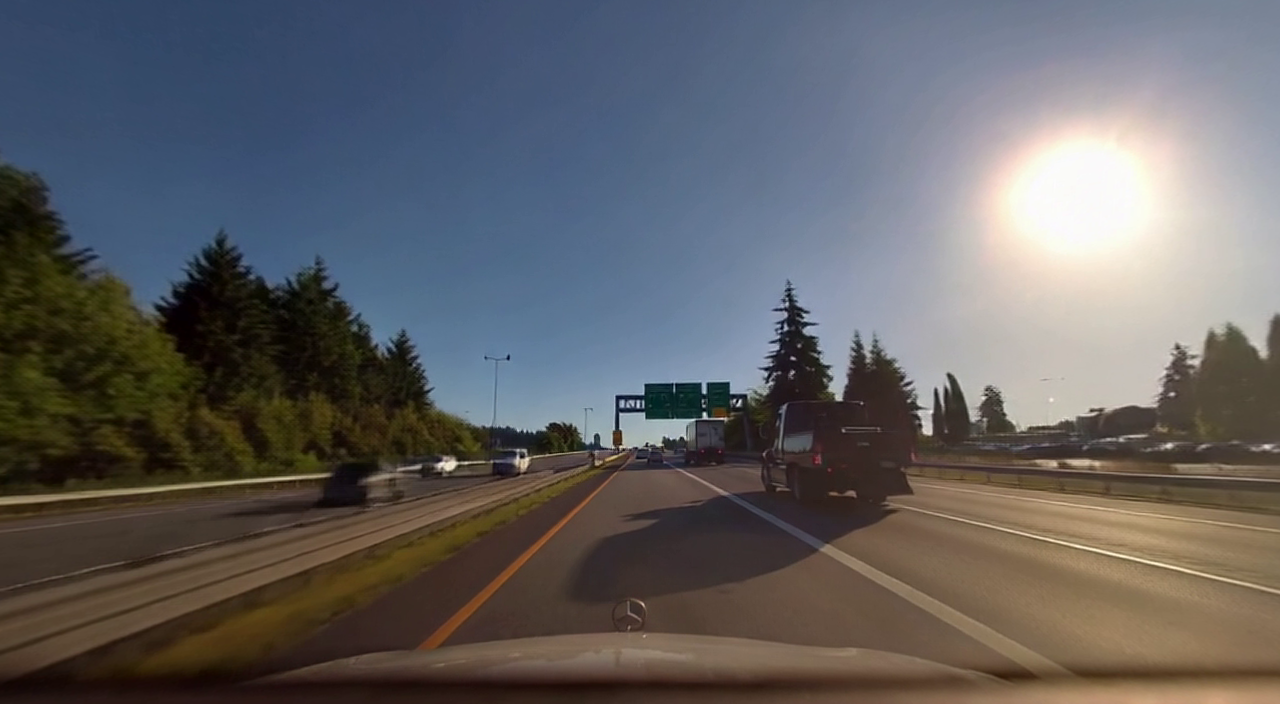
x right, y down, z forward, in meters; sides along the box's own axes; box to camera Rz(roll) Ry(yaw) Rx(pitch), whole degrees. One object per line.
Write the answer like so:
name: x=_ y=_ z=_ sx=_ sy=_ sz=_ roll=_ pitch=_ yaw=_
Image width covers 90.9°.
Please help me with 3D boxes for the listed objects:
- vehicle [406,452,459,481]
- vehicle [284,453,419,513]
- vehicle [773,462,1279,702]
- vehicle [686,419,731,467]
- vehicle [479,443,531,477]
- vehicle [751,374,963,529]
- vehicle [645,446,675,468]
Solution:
vehicle: x=-12.672 y=6.998 z=38.674 sx=1.873 sy=1.559 sz=3.979 roll=-3 pitch=-9 yaw=1
vehicle: x=-8.579 y=3.907 z=19.280 sx=1.943 sy=1.467 sz=4.591 roll=-2 pitch=-9 yaw=1
vehicle: x=4.574 y=2.125 z=8.318 sx=2.472 sy=1.036 sz=13.239 roll=0 pitch=-9 yaw=-2
vehicle: x=5.075 y=6.959 z=48.012 sx=2.743 sy=3.367 sz=7.306 roll=0 pitch=-9 yaw=1
vehicle: x=-8.718 y=6.960 z=41.039 sx=2.174 sy=1.978 sz=5.226 roll=-2 pitch=-9 yaw=1
vehicle: x=4.449 y=2.238 z=14.453 sx=2.569 sy=2.783 sz=5.984 roll=0 pitch=-9 yaw=-1
vehicle: x=1.406 y=7.589 z=45.711 sx=2.049 sy=1.500 sz=3.790 roll=0 pitch=-9 yaw=1
